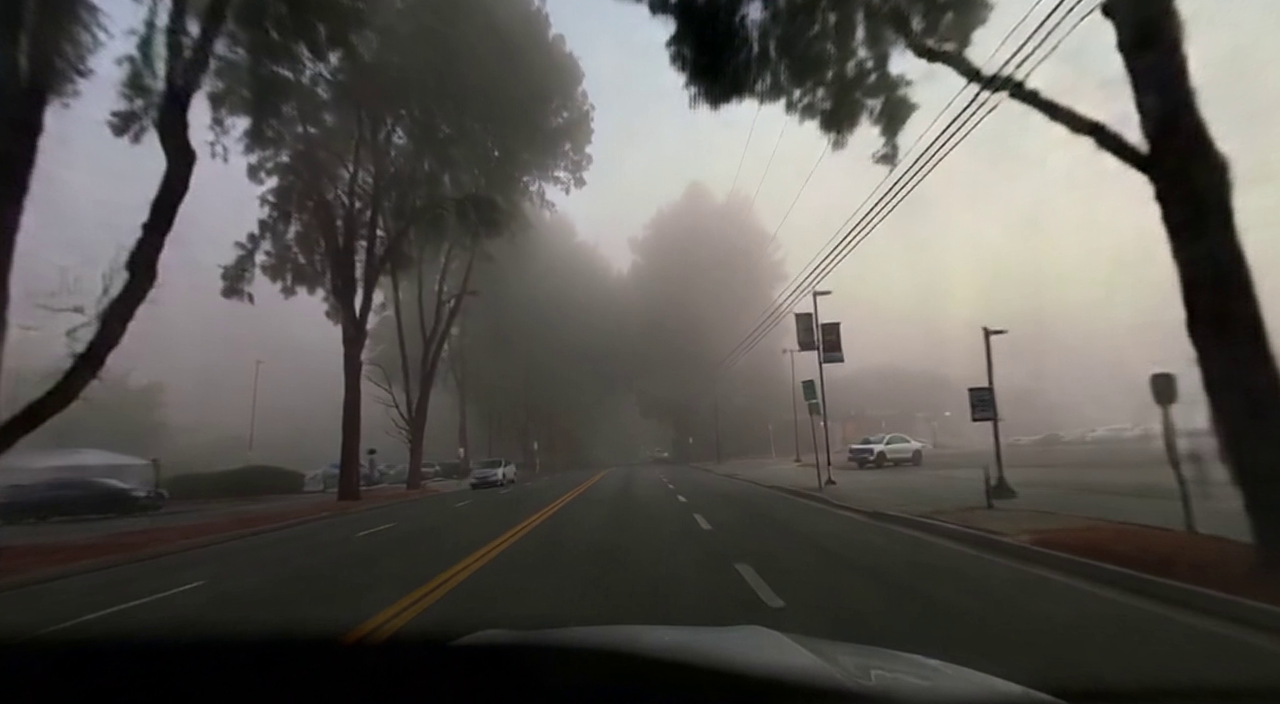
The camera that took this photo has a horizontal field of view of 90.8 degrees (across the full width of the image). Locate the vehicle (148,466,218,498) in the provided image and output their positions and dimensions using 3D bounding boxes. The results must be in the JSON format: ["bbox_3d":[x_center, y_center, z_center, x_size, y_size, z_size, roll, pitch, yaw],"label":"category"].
[{"bbox_3d":[-27.456,7.798,38.120,1.822,1.622,4.193,-2,-9,-11],"label":"vehicle"}]

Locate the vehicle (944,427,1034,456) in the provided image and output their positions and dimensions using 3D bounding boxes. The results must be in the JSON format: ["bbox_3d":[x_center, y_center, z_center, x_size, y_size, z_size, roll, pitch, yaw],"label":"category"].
[{"bbox_3d":[21.850,5.646,39.643,4.442,1.451,1.945,-12,-12,42],"label":"vehicle"}]

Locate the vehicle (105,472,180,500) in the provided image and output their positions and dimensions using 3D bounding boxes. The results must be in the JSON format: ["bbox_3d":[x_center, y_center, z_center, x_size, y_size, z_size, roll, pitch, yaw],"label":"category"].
[{"bbox_3d":[-30.356,8.156,38.676,1.777,1.441,3.695,1,-9,-6],"label":"vehicle"}]

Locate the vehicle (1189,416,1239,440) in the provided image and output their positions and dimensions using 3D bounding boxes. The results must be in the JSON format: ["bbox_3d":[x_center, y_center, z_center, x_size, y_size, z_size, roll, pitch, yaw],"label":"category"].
[{"bbox_3d":[40.220,5.338,44.240,4.224,1.532,1.910,7,-11,-40],"label":"vehicle"}]

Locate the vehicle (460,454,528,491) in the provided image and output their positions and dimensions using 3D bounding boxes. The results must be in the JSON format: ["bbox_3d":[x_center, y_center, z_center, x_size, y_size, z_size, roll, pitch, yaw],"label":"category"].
[{"bbox_3d":[-6.572,5.455,29.007,1.962,1.478,4.639,-1,-9,1],"label":"vehicle"}]

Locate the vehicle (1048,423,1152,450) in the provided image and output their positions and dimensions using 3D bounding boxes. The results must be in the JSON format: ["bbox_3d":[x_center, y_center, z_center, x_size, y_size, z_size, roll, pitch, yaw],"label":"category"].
[{"bbox_3d":[26.018,4.832,35.818,1.765,1.435,4.413,8,-12,-44],"label":"vehicle"}]

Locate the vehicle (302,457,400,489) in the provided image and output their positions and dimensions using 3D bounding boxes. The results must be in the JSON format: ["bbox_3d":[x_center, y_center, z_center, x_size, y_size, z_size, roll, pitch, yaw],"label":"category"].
[{"bbox_3d":[-16.442,6.885,36.166,4.650,1.700,1.915,0,-9,-1],"label":"vehicle"}]

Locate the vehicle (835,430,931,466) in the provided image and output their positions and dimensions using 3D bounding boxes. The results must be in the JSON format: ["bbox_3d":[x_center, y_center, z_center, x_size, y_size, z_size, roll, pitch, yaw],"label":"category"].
[{"bbox_3d":[11.118,4.372,28.778,4.587,1.504,1.928,7,-11,-38],"label":"vehicle"}]
